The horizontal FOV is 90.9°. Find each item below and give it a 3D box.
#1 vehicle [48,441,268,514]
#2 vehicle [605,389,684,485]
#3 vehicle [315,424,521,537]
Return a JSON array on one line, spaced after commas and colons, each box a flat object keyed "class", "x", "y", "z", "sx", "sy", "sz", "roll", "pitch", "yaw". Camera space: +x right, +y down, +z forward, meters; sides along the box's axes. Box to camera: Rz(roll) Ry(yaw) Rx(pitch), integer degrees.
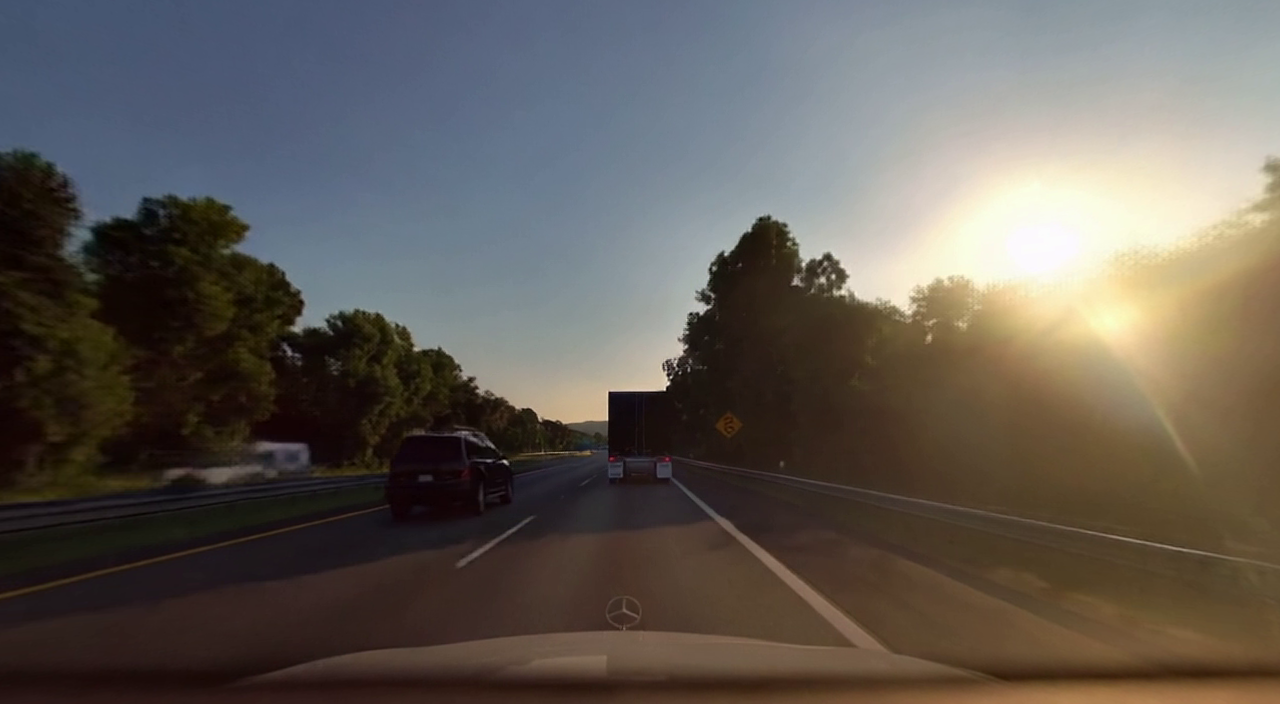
[{"class": "vehicle", "x": -11.417, "y": 2.966, "z": 15.459, "sx": 2.002, "sy": 1.506, "sz": 4.416, "roll": 1, "pitch": -9, "yaw": -2}, {"class": "vehicle", "x": 0.000, "y": 3.816, "z": 27.656, "sx": 2.913, "sy": 3.530, "sz": 8.648, "roll": 1, "pitch": -9, "yaw": -2}, {"class": "vehicle", "x": -3.723, "y": 2.251, "z": 11.611, "sx": 2.160, "sy": 1.661, "sz": 4.388, "roll": 0, "pitch": -9, "yaw": 0}]
